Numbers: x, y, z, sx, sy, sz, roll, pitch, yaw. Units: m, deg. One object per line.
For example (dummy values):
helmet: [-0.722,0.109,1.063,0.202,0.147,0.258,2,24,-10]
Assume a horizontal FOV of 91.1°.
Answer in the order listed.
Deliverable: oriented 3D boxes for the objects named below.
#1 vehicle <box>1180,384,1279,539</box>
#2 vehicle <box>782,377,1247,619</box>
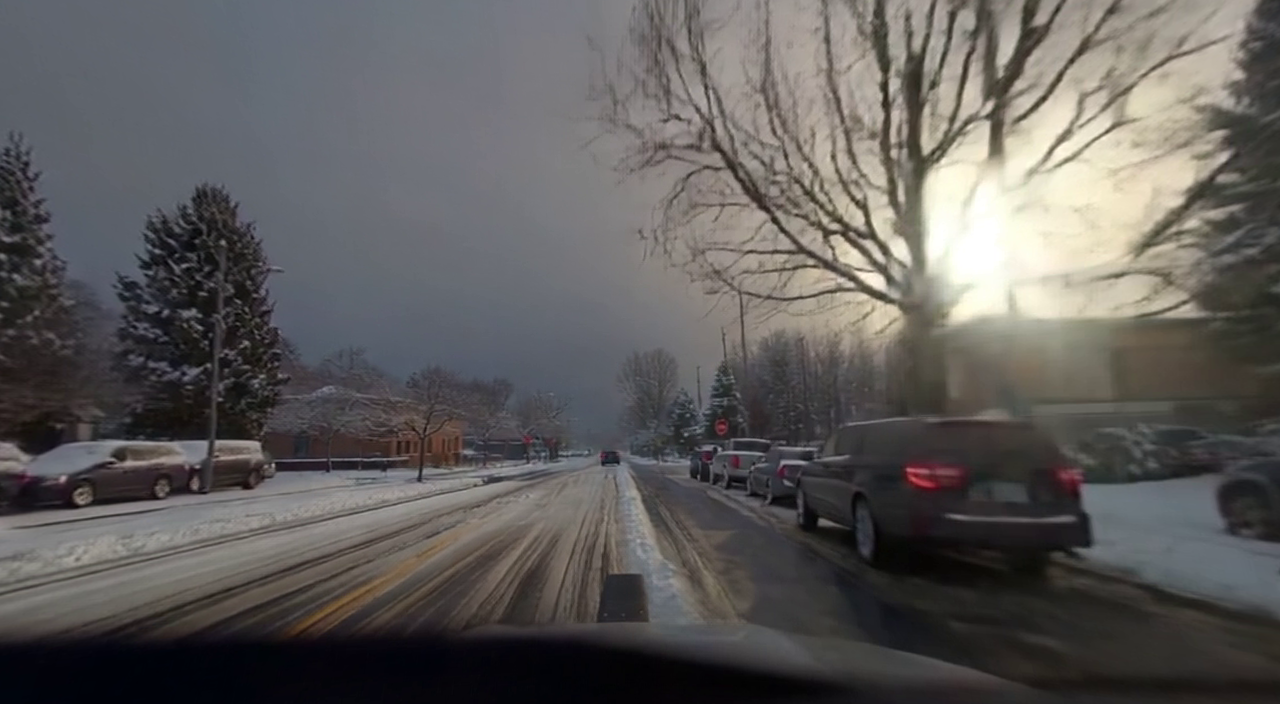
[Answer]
vehicle: [9.010,1.116,5.983,2.282,1.893,6.027,-2,-7,-1]
vehicle: [3.764,1.623,8.170,2.292,1.974,5.853,0,-8,-2]
